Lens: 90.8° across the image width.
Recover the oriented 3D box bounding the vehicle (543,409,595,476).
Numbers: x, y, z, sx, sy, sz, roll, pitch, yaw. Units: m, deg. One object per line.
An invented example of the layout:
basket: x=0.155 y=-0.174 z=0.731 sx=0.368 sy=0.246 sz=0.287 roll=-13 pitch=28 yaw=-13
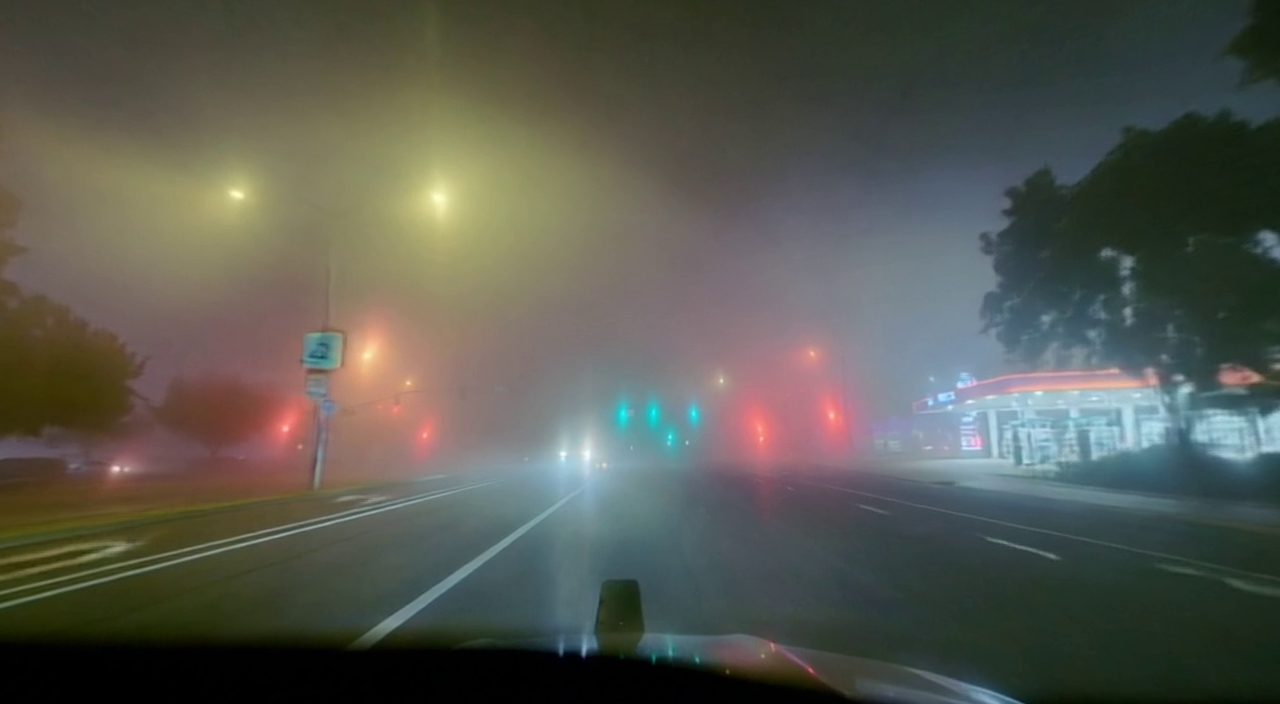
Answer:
vehicle: x=-4.036 y=5.156 z=36.234 sx=2.637 sy=3.576 sz=3.006 roll=-1 pitch=-7 yaw=-1
